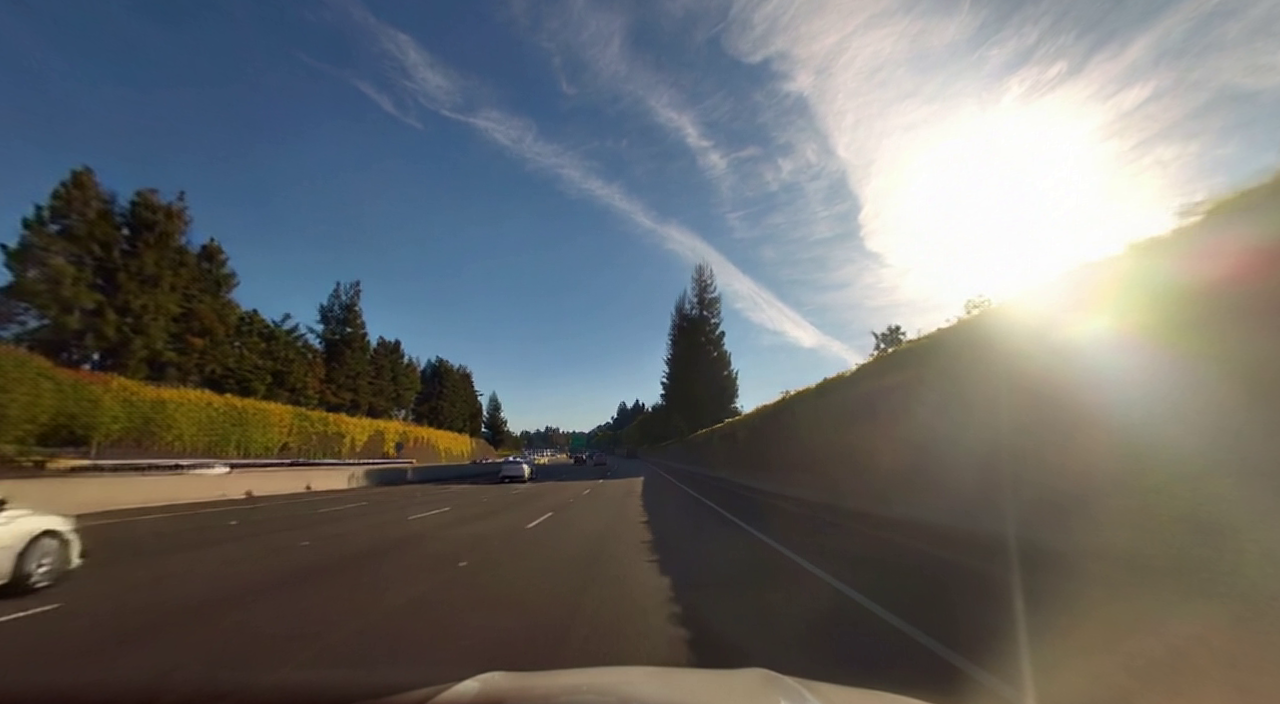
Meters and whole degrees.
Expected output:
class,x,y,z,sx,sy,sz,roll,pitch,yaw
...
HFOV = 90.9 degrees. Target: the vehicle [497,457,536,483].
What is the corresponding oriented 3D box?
class,x,y,z,sx,sy,sz,roll,pitch,yaw
vehicle,-7.853,7.519,40.347,1.742,1.494,3.795,0,-9,0
